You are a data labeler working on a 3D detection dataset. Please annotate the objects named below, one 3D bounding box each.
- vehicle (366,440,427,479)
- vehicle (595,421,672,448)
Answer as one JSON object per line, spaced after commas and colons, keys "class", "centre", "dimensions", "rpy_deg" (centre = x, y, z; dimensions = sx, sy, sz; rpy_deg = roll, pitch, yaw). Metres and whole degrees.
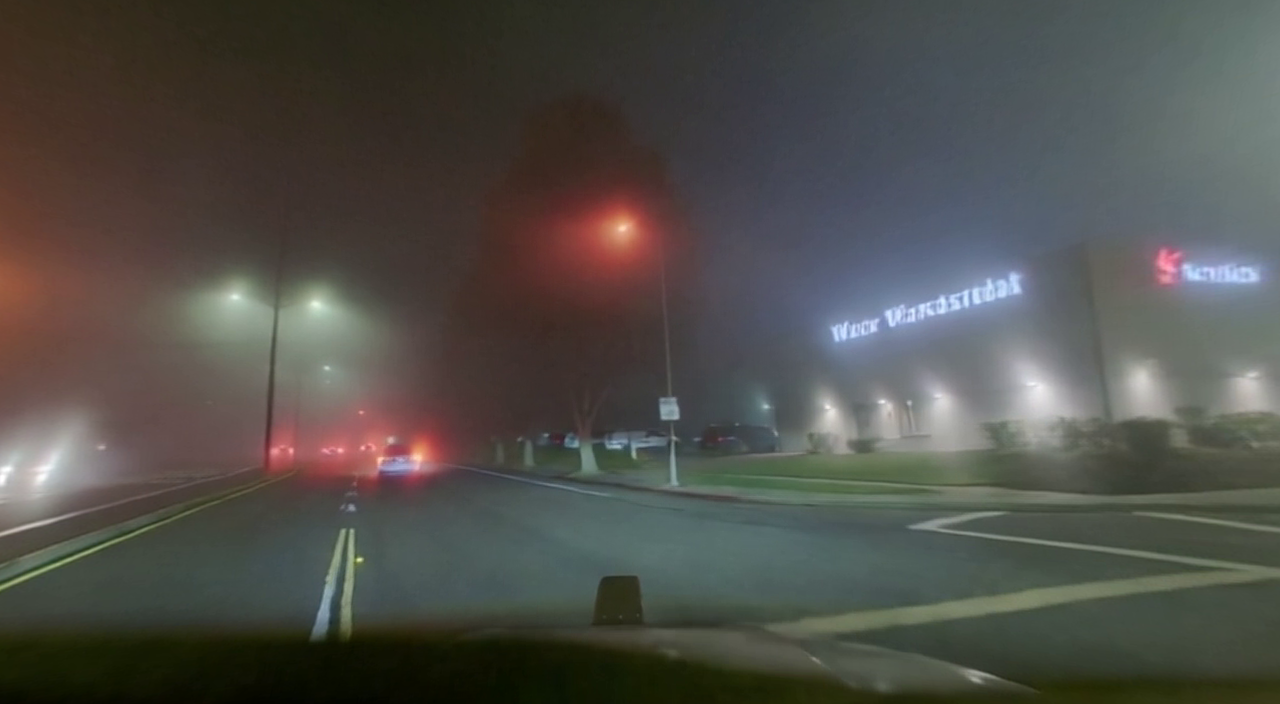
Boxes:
{"class": "vehicle", "centre": [-11.413, 4.943, 29.450], "dimensions": [2.197, 1.642, 4.312], "rpy_deg": [4, -9, -26]}
{"class": "vehicle", "centre": [-0.432, 5.735, 43.653], "dimensions": [4.851, 1.737, 2.189], "rpy_deg": [4, -9, -27]}
